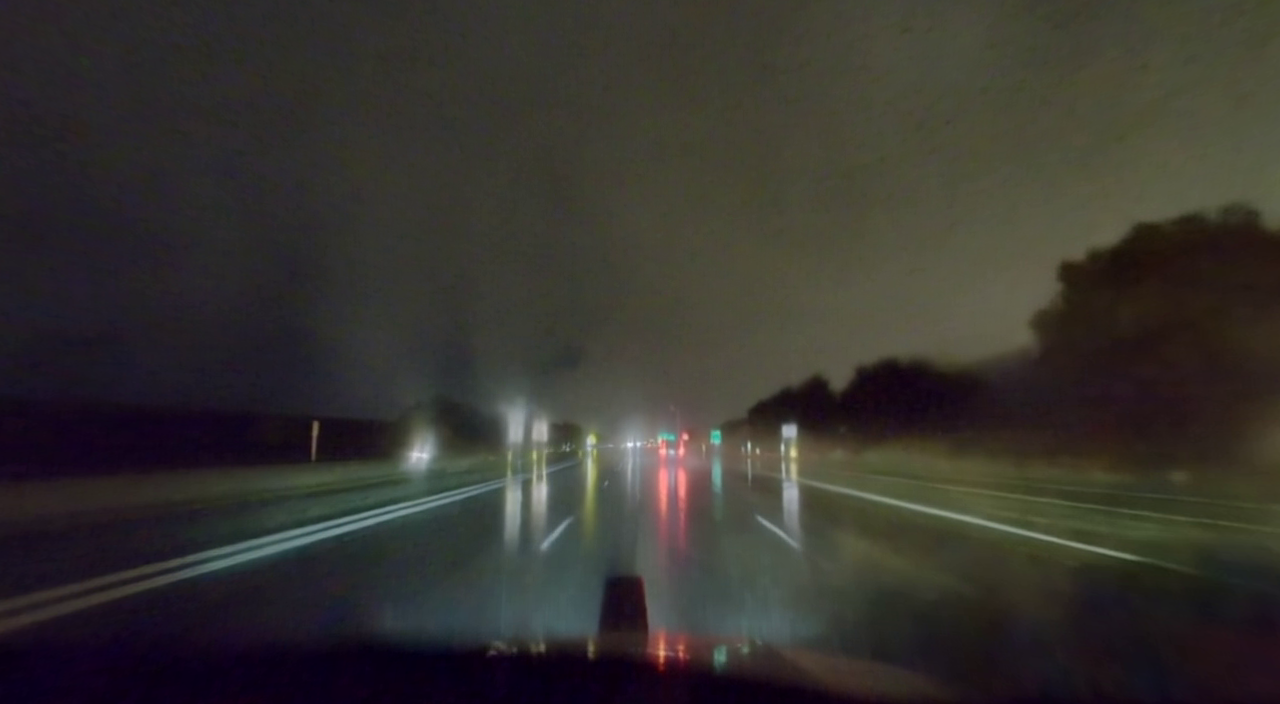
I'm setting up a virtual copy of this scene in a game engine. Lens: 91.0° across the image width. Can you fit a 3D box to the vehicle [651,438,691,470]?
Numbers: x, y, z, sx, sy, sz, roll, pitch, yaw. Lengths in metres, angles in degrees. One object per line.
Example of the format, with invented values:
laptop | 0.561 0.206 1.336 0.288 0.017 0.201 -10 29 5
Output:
vehicle | 1.619 5.548 34.466 2.050 1.654 4.192 0 -8 1
